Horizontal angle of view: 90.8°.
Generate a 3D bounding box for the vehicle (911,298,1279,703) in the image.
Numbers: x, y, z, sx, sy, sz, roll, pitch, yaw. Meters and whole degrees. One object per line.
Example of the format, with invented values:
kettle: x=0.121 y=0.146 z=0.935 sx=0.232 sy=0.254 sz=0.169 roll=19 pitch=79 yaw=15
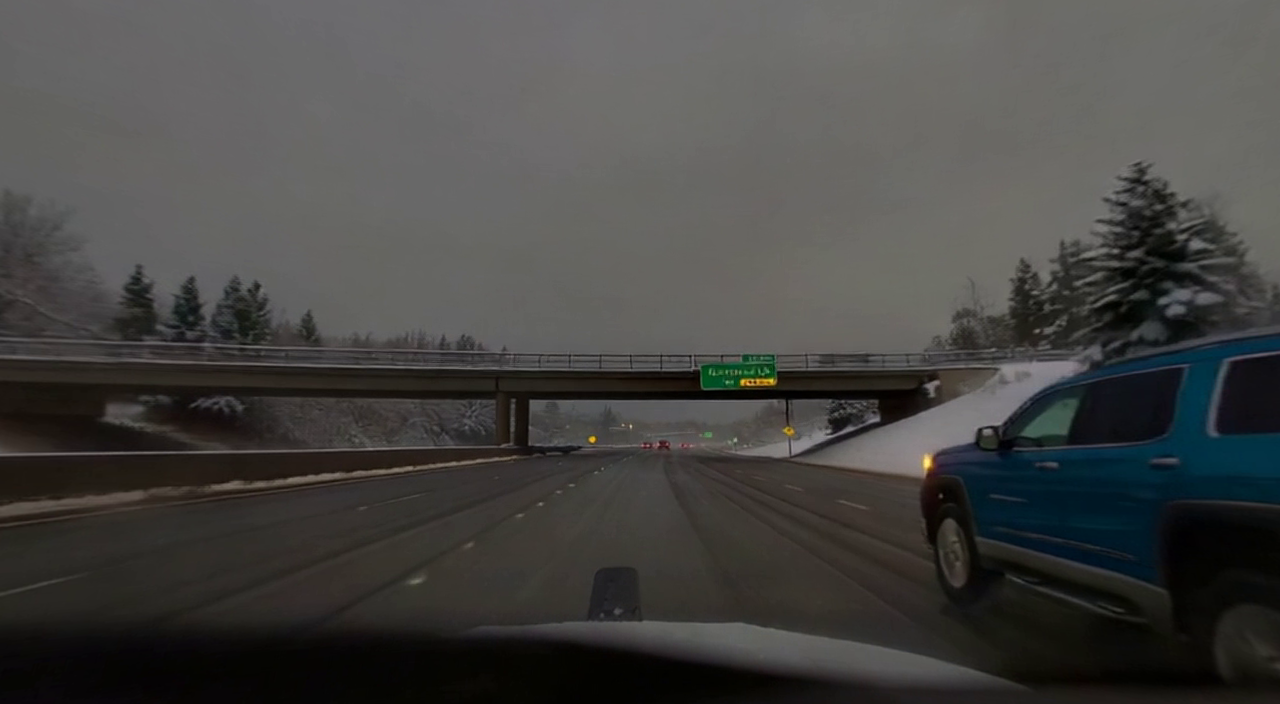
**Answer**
vehicle: x=3.648 y=0.869 z=3.330 sx=2.155 sy=1.918 sz=4.945 roll=0 pitch=-9 yaw=-1
